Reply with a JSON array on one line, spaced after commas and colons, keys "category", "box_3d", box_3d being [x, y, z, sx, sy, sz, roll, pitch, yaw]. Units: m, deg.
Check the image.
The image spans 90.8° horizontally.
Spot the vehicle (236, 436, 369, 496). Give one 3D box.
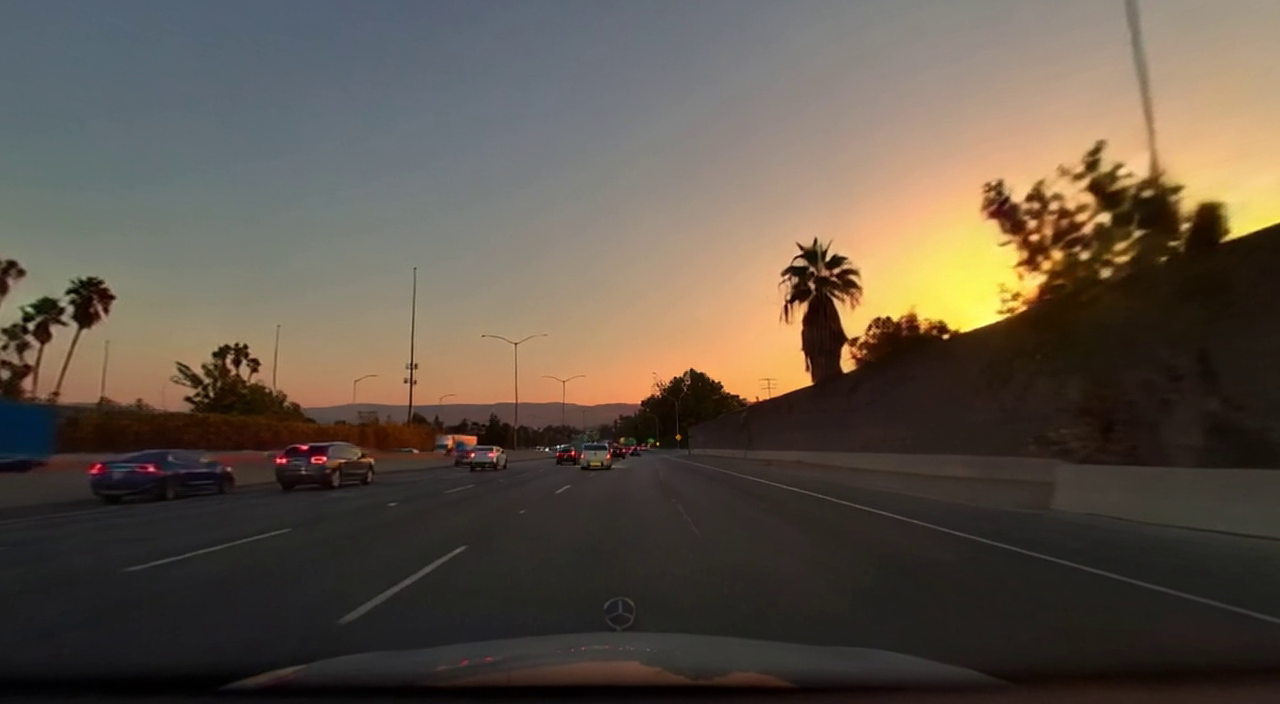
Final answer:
[{"category": "vehicle", "box_3d": [-11.884, 4.005, 22.724, 1.986, 1.875, 4.902, -1, -8, 1]}]

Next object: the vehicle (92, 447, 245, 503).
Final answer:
[{"category": "vehicle", "box_3d": [-15.890, 4.107, 21.627, 1.836, 1.662, 4.317, -1, -8, 1]}]

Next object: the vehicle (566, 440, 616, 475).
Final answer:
[{"category": "vehicle", "box_3d": [-2.424, 5.365, 32.401, 2.201, 1.672, 4.128, -1, -8, 0]}]

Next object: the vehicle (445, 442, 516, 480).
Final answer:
[{"category": "vehicle", "box_3d": [-7.625, 5.227, 30.649, 2.204, 1.677, 4.438, -1, -8, 1]}]
